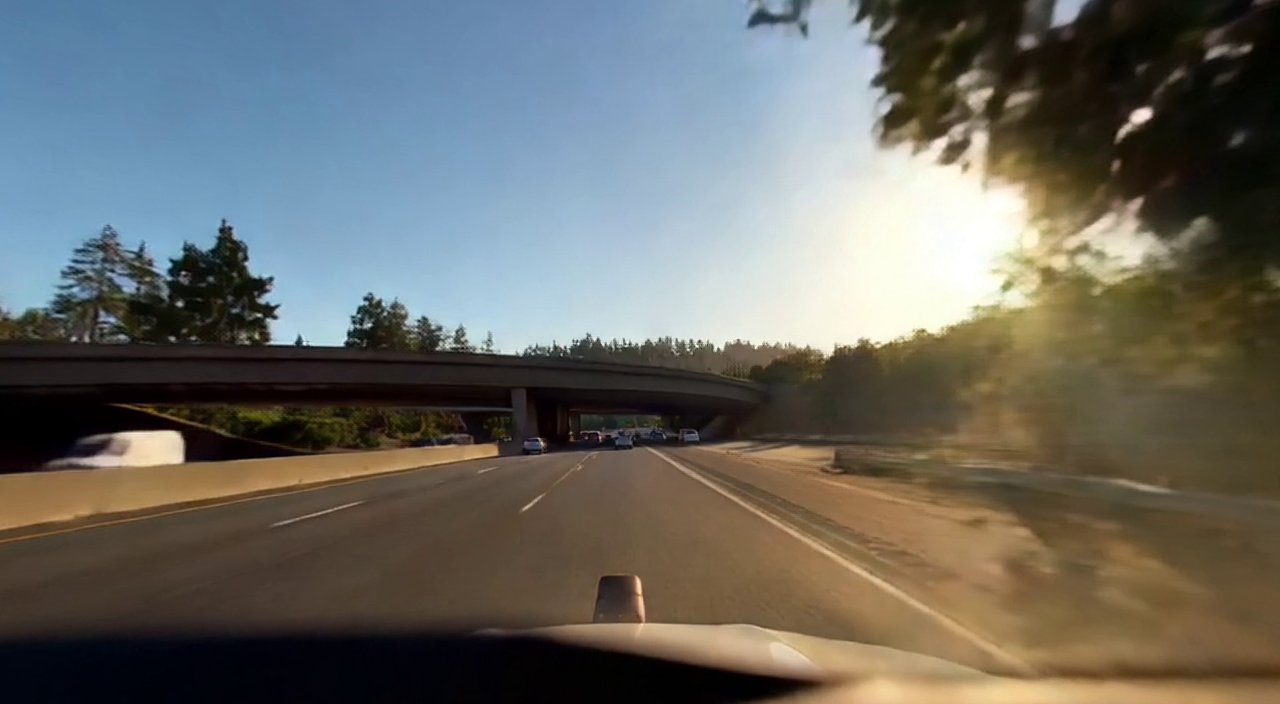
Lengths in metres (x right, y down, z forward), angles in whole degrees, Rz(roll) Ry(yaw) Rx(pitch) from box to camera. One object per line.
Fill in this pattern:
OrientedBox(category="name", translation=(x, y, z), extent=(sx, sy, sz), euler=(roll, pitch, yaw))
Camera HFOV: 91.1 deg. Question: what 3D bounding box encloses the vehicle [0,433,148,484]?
OrientedBox(category="vehicle", translation=(-20.952, 3.869, 23.239), extent=(1.953, 1.679, 4.499), euler=(0, -8, -2))
